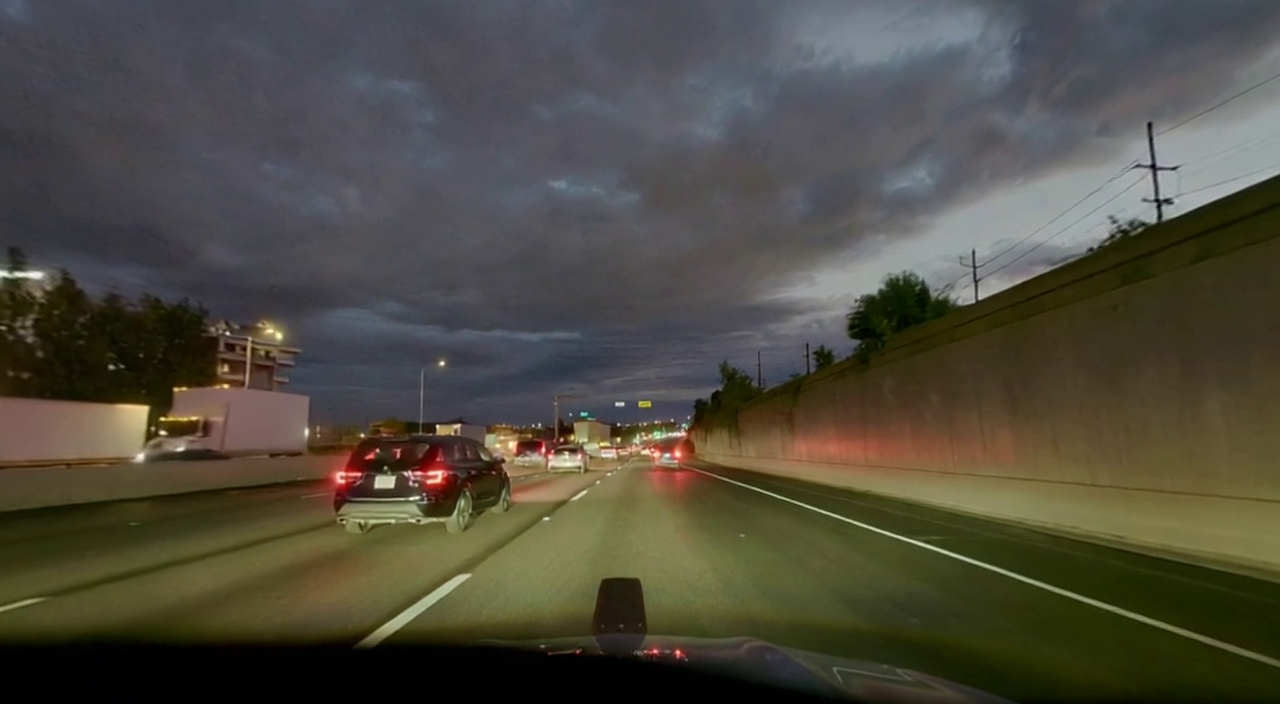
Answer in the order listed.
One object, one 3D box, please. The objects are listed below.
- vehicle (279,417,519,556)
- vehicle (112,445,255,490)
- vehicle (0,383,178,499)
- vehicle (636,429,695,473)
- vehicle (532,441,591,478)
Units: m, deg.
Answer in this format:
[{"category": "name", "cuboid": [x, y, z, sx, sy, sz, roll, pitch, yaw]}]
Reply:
[{"category": "vehicle", "cuboid": [-3.470, 2.021, 10.224, 2.026, 1.719, 4.490, 0, -8, 1]}, {"category": "vehicle", "cuboid": [-16.282, 4.093, 22.809, 1.887, 1.438, 4.313, 0, -8, 1]}, {"category": "vehicle", "cuboid": [-19.880, 2.836, 19.978, 2.980, 3.309, 9.603, 0, -8, 1]}, {"category": "vehicle", "cuboid": [1.256, 5.284, 33.849, 2.793, 2.132, 5.682, 0, -8, -1]}, {"category": "vehicle", "cuboid": [-3.475, 4.850, 28.774, 2.049, 1.530, 4.707, 0, -8, 1]}]
